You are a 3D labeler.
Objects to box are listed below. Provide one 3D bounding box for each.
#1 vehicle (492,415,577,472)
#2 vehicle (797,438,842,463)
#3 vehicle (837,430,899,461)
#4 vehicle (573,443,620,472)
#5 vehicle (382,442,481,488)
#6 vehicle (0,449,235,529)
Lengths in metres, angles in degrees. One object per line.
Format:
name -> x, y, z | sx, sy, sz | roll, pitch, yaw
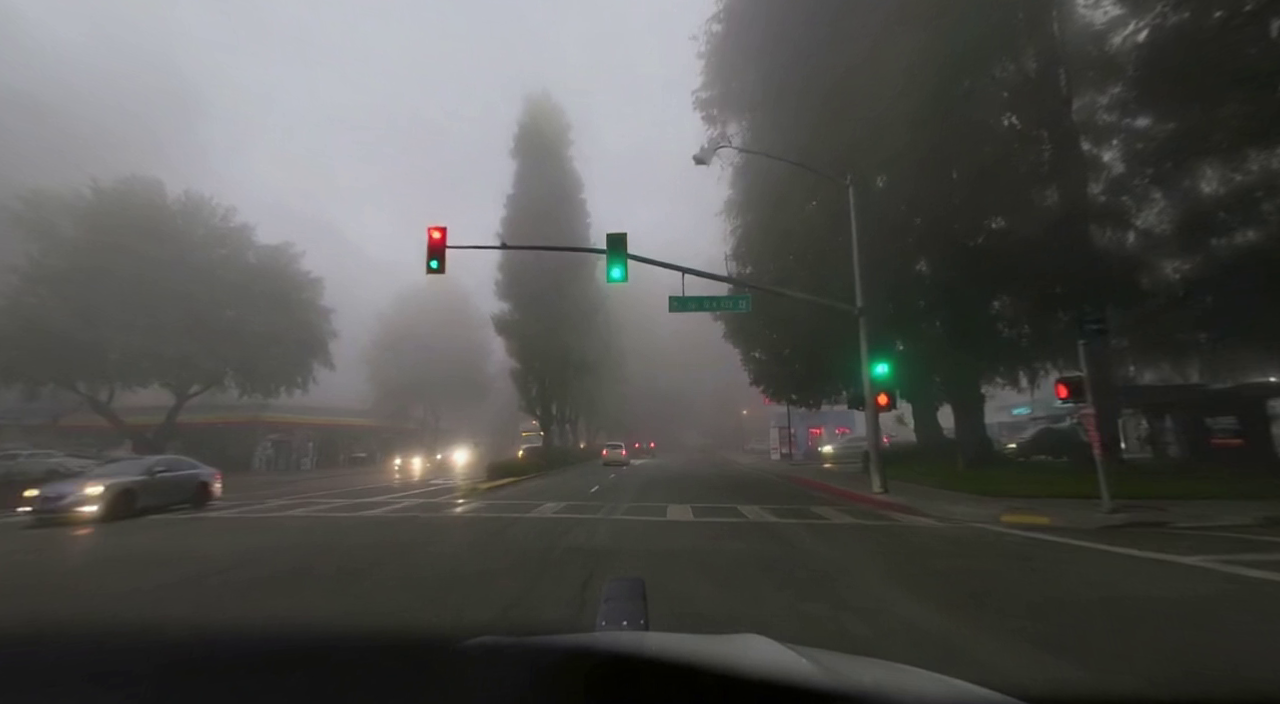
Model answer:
vehicle -> -7.057, 6.417, 44.643 | 3.056, 3.289, 13.199 | -3, -8, 2
vehicle -> 11.393, 6.302, 40.323 | 1.888, 1.465, 4.727 | -1, -9, 5
vehicle -> 14.328, 5.954, 40.026 | 2.015, 1.839, 5.416 | 0, -9, 1
vehicle -> -2.180, 5.420, 32.560 | 1.959, 1.406, 4.272 | -1, -9, 2
vehicle -> -7.757, 4.210, 23.972 | 2.099, 1.467, 4.596 | -2, -8, 1
vehicle -> -11.525, 2.911, 14.049 | 2.004, 1.478, 4.373 | 0, -9, 1
